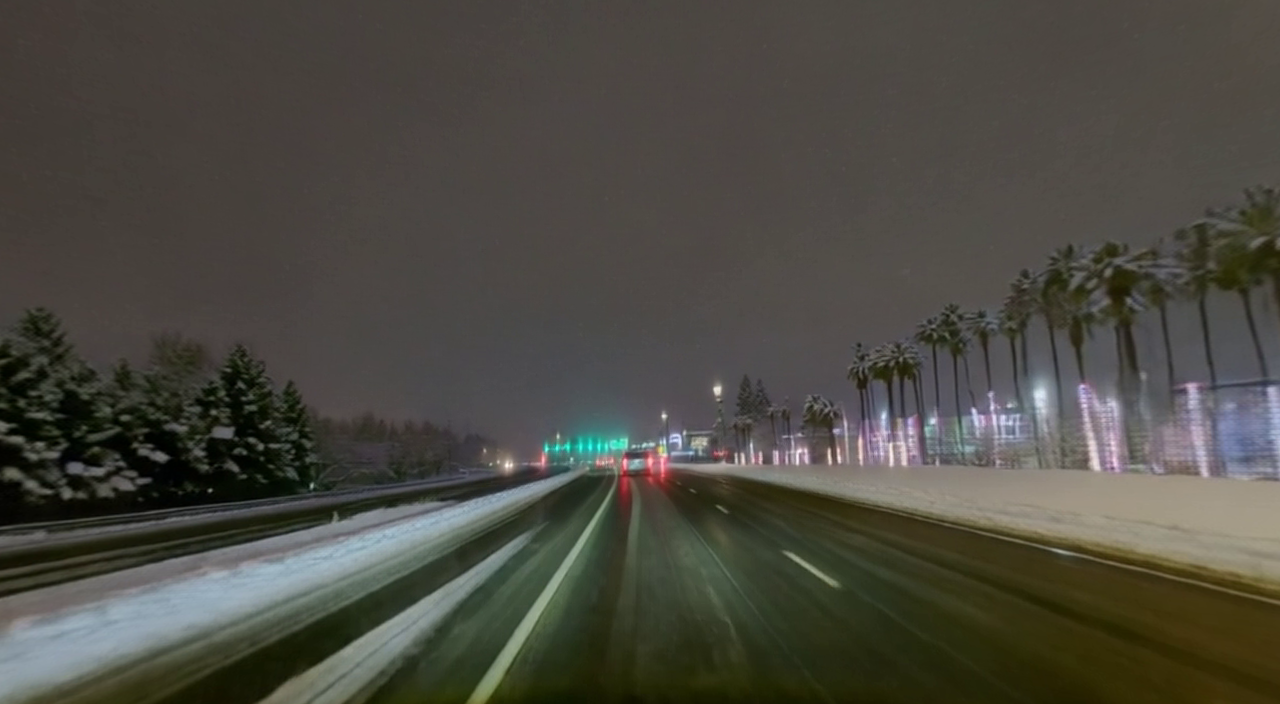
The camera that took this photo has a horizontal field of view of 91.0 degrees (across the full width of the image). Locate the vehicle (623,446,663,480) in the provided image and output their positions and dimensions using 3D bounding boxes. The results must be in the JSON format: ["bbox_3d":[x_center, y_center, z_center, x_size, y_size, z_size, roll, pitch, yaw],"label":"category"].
[{"bbox_3d":[0.125,6.106,34.860,2.089,1.718,4.193,0,-9,0],"label":"vehicle"}]
